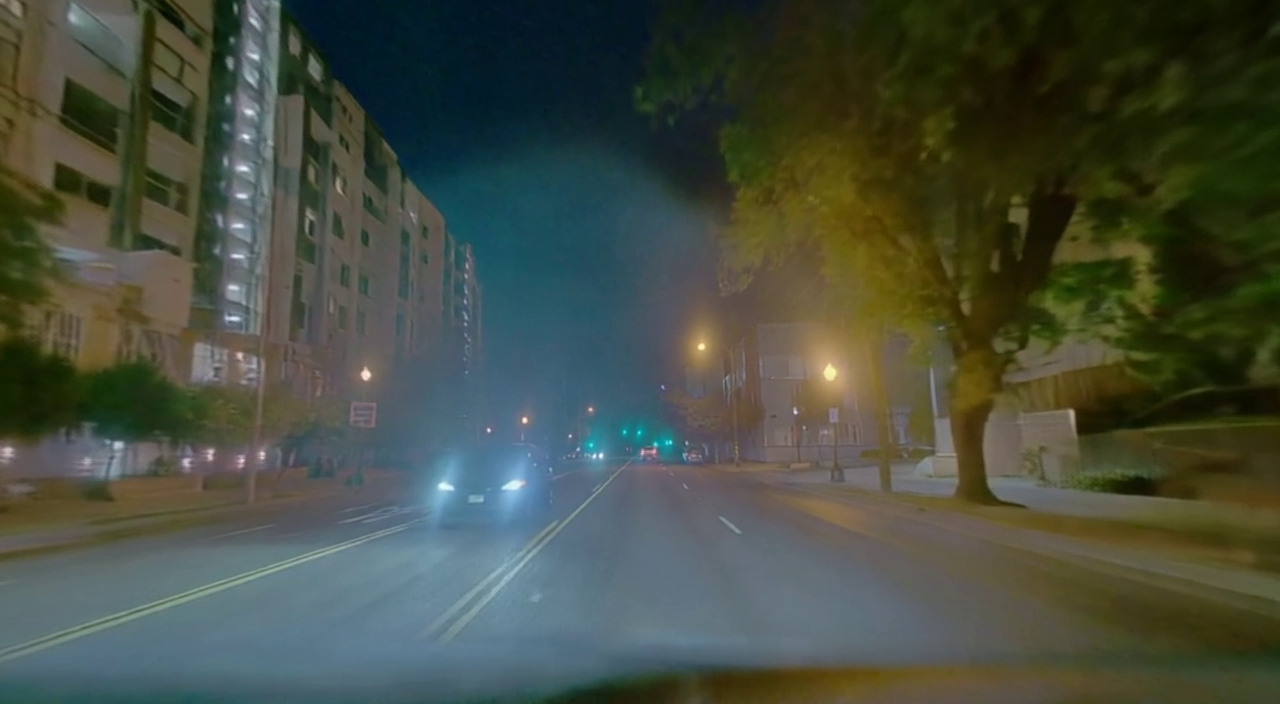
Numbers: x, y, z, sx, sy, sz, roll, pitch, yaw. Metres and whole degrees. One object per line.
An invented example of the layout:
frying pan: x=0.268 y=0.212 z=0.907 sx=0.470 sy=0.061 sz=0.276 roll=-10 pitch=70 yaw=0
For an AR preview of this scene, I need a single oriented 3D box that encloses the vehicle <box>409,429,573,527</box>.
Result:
vehicle: x=-2.901 y=2.587 z=13.483 sx=2.332 sy=1.732 sz=4.463 roll=0 pitch=-9 yaw=1
